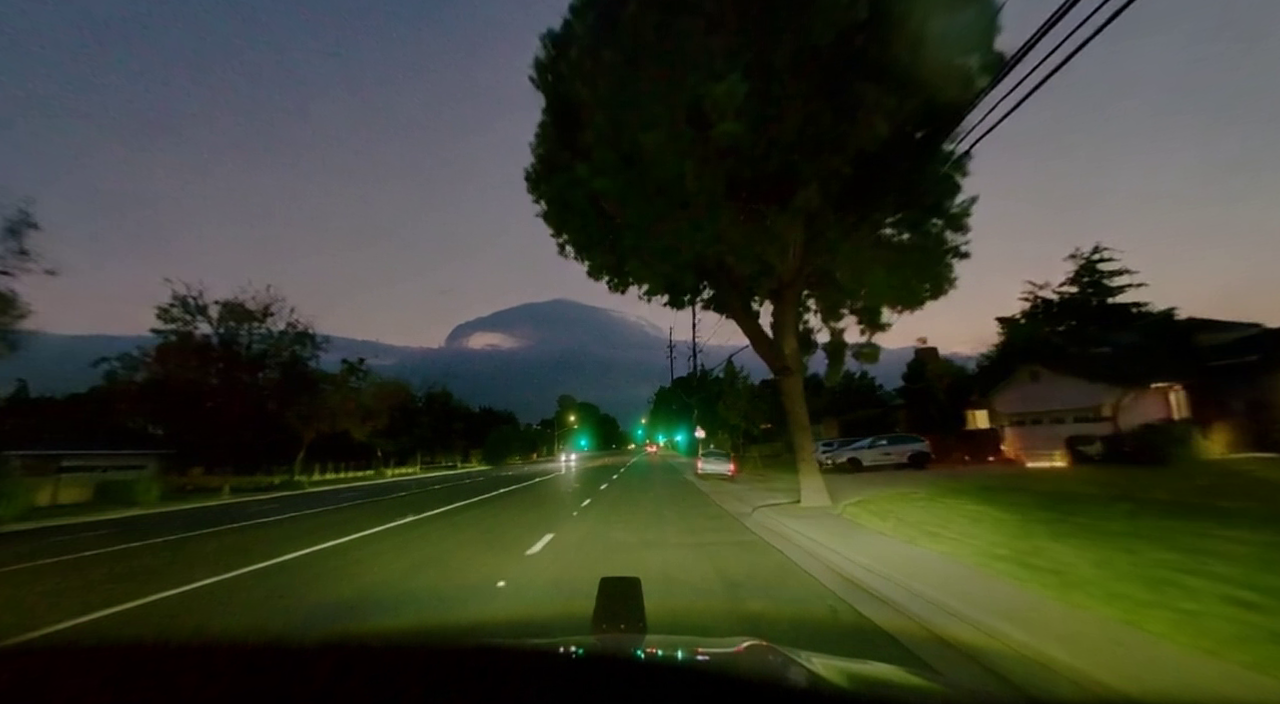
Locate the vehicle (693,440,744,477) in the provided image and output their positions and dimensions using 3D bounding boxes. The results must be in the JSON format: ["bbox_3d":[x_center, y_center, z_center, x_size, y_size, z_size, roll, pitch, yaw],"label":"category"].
[{"bbox_3d":[4.294,5.926,35.365,2.228,1.885,4.854,0,-9,0],"label":"vehicle"}]

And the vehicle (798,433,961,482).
[{"bbox_3d":[7.970,3.556,21.294,4.719,1.556,1.869,0,-9,1],"label":"vehicle"}]
